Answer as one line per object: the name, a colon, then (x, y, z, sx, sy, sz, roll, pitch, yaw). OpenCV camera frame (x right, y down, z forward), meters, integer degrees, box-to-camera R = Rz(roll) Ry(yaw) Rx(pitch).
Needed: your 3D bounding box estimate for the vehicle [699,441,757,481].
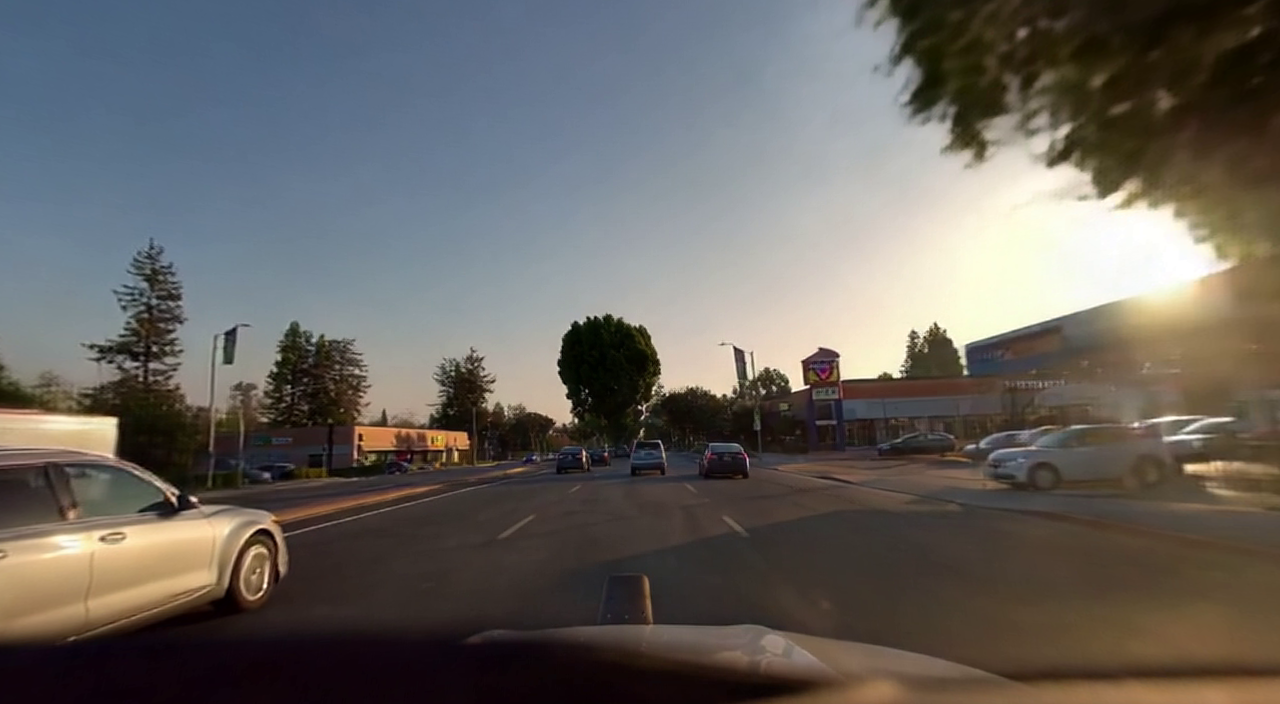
vehicle: (3.735, 4.668, 27.292, 1.922, 1.579, 3.642, 0, -9, -1)

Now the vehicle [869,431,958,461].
vehicle: (16.951, 5.878, 39.370, 1.945, 1.690, 4.833, 2, -9, -27)

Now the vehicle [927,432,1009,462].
vehicle: (16.516, 4.832, 32.002, 1.891, 1.440, 4.045, 0, -9, -1)

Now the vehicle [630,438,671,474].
vehicle: (0.526, 5.813, 35.482, 2.193, 1.873, 4.033, 0, -9, 0)

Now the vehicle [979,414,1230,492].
vehicle: (11.537, 2.573, 16.212, 4.808, 1.712, 2.061, -5, -10, 29)

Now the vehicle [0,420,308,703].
vehicle: (-4.030, 1.147, 3.519, 1.908, 1.481, 4.351, 0, -9, 1)

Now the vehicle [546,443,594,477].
vehicle: (-3.625, 5.699, 33.523, 2.026, 1.665, 4.193, 0, -9, 1)
